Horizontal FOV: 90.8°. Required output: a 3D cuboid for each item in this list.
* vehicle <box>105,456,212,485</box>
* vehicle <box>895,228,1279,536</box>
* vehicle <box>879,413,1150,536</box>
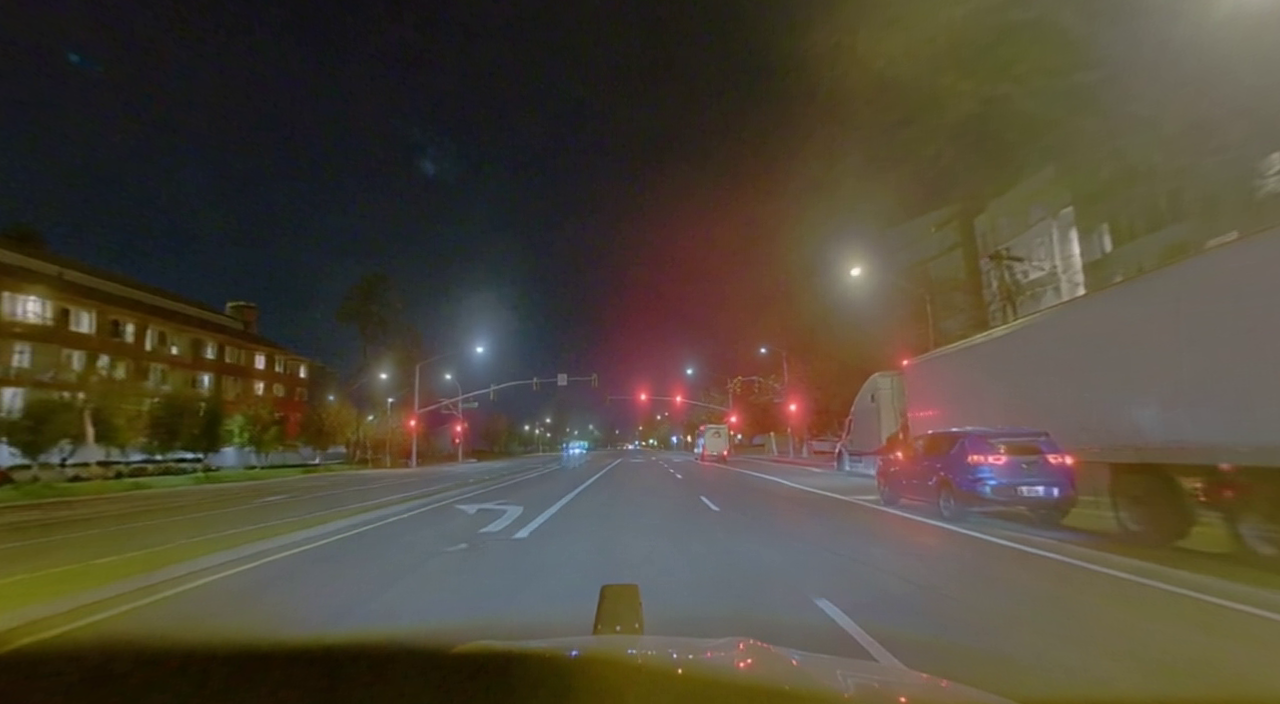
[{"bbox_3d":[-27.691,6.802,36.525,4.505,1.457,2.003,3,-9,-25],"label":"vehicle"},{"bbox_3d":[10.351,1.089,13.310,2.975,4.201,17.050,0,-8,0],"label":"vehicle"},{"bbox_3d":[6.357,2.144,11.585,2.012,1.754,4.635,0,-9,-1],"label":"vehicle"}]
